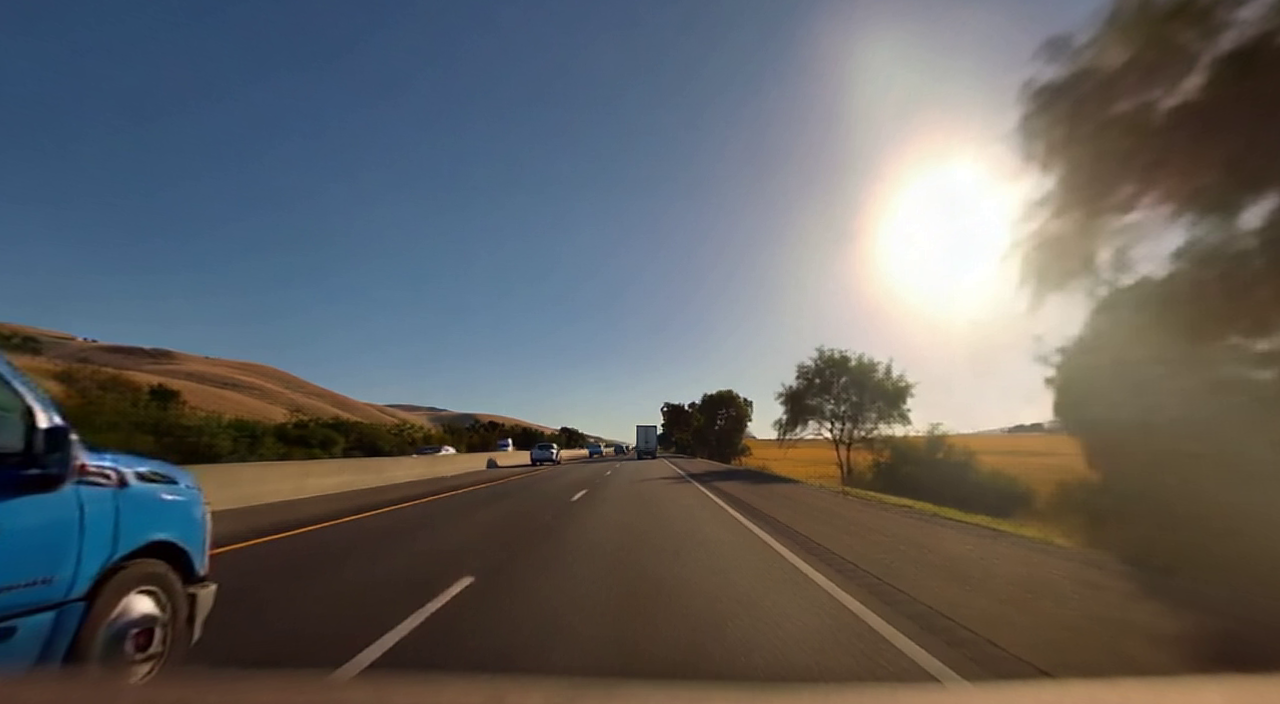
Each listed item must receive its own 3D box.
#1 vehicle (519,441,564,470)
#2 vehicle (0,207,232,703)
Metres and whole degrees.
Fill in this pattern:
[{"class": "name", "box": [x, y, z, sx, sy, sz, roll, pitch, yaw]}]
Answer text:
[{"class": "vehicle", "box": [-6.784, 7.149, 43.913, 2.193, 1.866, 4.807, 0, -9, 2]}, {"class": "vehicle", "box": [-3.814, 0.316, 0.215, 2.791, 2.330, 6.725, 0, -9, 0]}]
